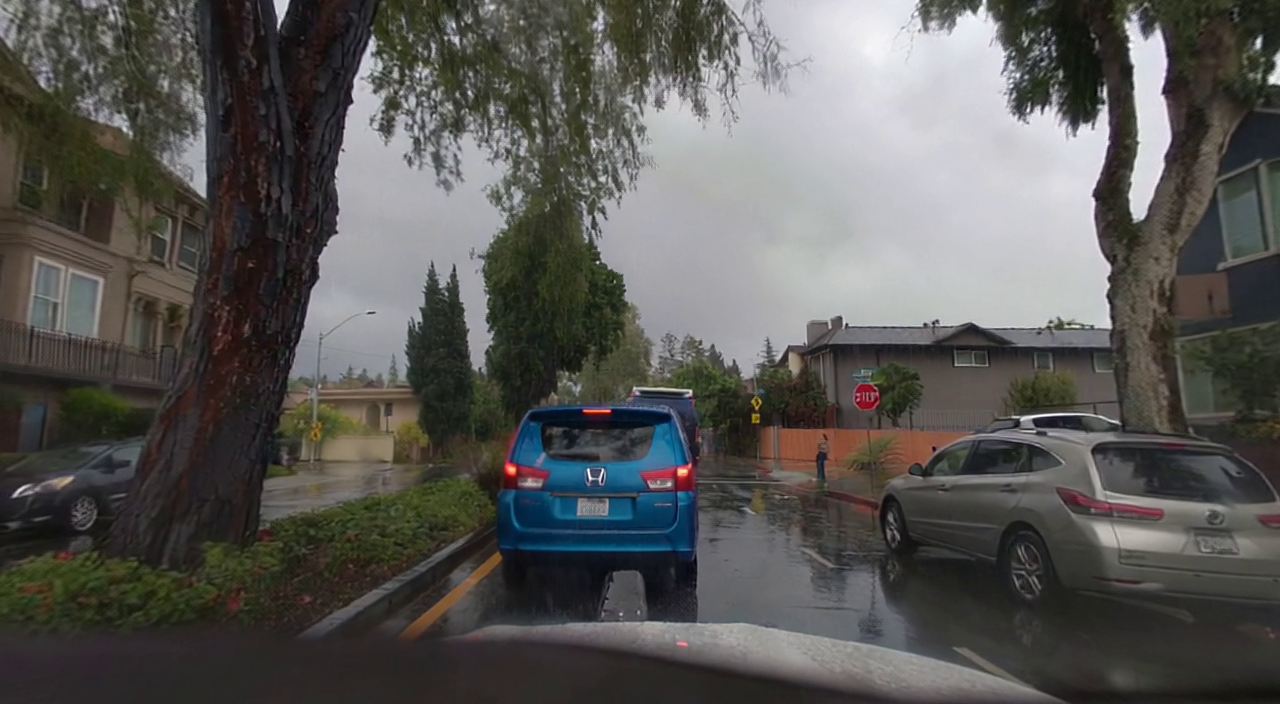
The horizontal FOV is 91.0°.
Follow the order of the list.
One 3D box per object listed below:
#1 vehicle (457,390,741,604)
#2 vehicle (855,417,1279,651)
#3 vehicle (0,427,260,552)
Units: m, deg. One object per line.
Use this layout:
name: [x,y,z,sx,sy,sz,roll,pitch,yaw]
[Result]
vehicle: [-0.371,1.569,7.704,2.377,1.787,4.652,0,-8,-1]
vehicle: [4.219,1.679,6.906,1.959,1.581,4.731,4,-9,-2]
vehicle: [-8.291,2.019,10.054,1.825,1.532,4.083,-3,-7,2]
